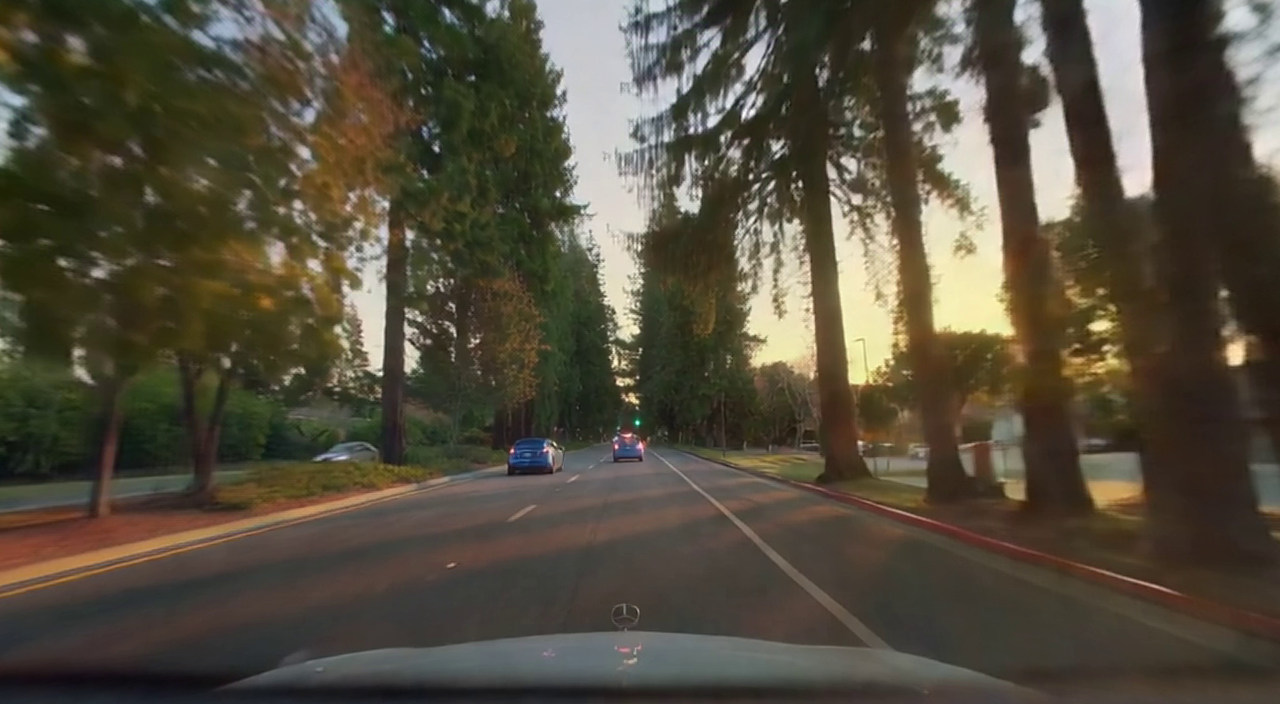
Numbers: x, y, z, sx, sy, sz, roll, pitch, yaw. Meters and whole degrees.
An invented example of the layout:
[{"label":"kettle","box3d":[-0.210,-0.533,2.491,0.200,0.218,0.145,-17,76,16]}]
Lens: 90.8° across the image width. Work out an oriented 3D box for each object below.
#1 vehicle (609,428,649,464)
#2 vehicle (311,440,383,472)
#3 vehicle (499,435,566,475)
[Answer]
[{"label":"vehicle","box3d":[-0.572,4.988,33.535,2.018,1.769,3.897,0,-8,-1]},{"label":"vehicle","box3d":[-16.478,5.837,35.787,1.896,1.712,4.523,0,-8,1]},{"label":"vehicle","box3d":[-4.170,4.071,25.186,1.917,1.448,4.178,0,-8,0]}]
